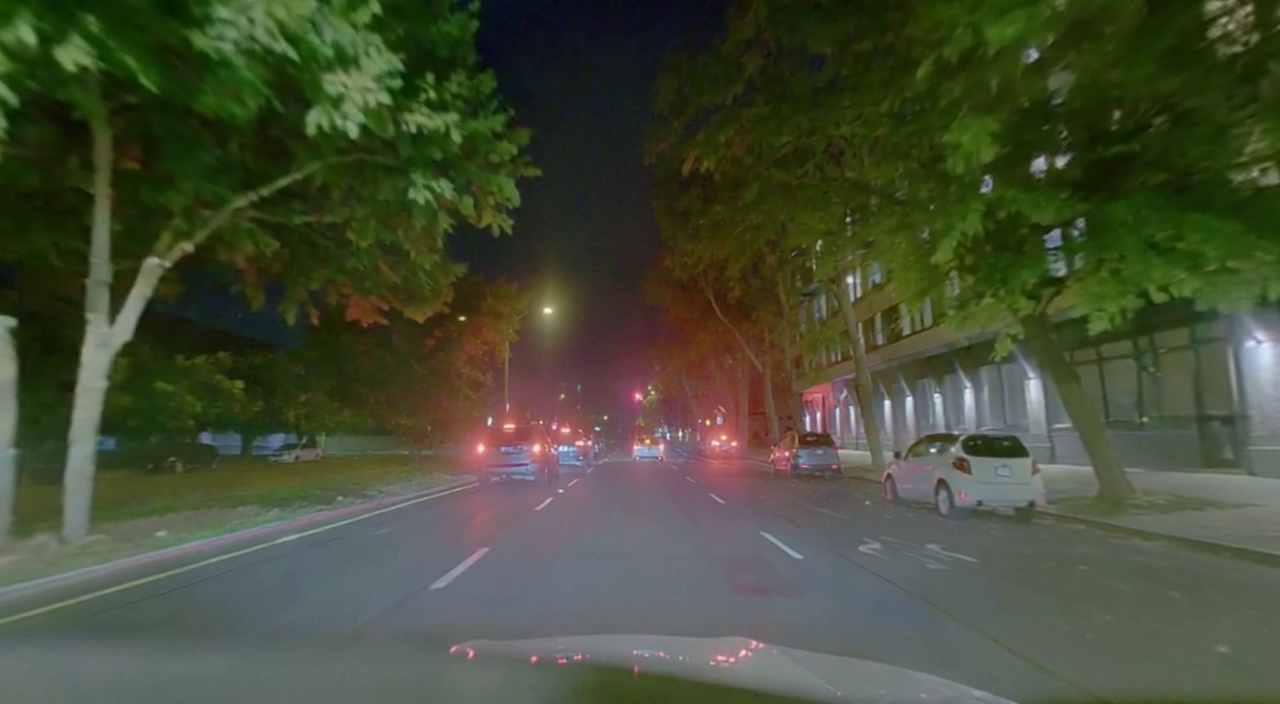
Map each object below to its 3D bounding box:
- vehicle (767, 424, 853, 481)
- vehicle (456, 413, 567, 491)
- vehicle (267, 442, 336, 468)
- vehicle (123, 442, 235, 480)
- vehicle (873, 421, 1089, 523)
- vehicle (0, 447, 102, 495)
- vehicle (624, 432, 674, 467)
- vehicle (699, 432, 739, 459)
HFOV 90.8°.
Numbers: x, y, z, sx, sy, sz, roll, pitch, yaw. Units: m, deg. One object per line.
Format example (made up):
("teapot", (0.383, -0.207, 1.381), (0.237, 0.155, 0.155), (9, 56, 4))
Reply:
("vehicle", (6.374, 3.842, 24.320), (1.997, 1.943, 4.409), (0, -8, -1))
("vehicle", (-3.559, 2.896, 18.534), (2.223, 1.957, 4.845), (-1, -8, 0))
("vehicle", (-22.455, 6.823, 42.119), (2.148, 1.607, 4.428), (0, -8, -1))
("vehicle", (-22.248, 5.239, 30.762), (1.910, 1.632, 4.624), (-1, -8, 0))
("vehicle", (6.619, 2.355, 12.909), (2.164, 1.727, 3.955), (-1, -8, 0))
("vehicle", (-21.993, 4.102, 21.937), (2.111, 1.554, 5.163), (-1, -8, 0))
("vehicle", (0.364, 4.859, 31.596), (2.201, 1.589, 3.843), (0, -8, -3))
("vehicle", (5.966, 7.114, 48.025), (2.300, 1.903, 4.579), (0, -8, -2))
